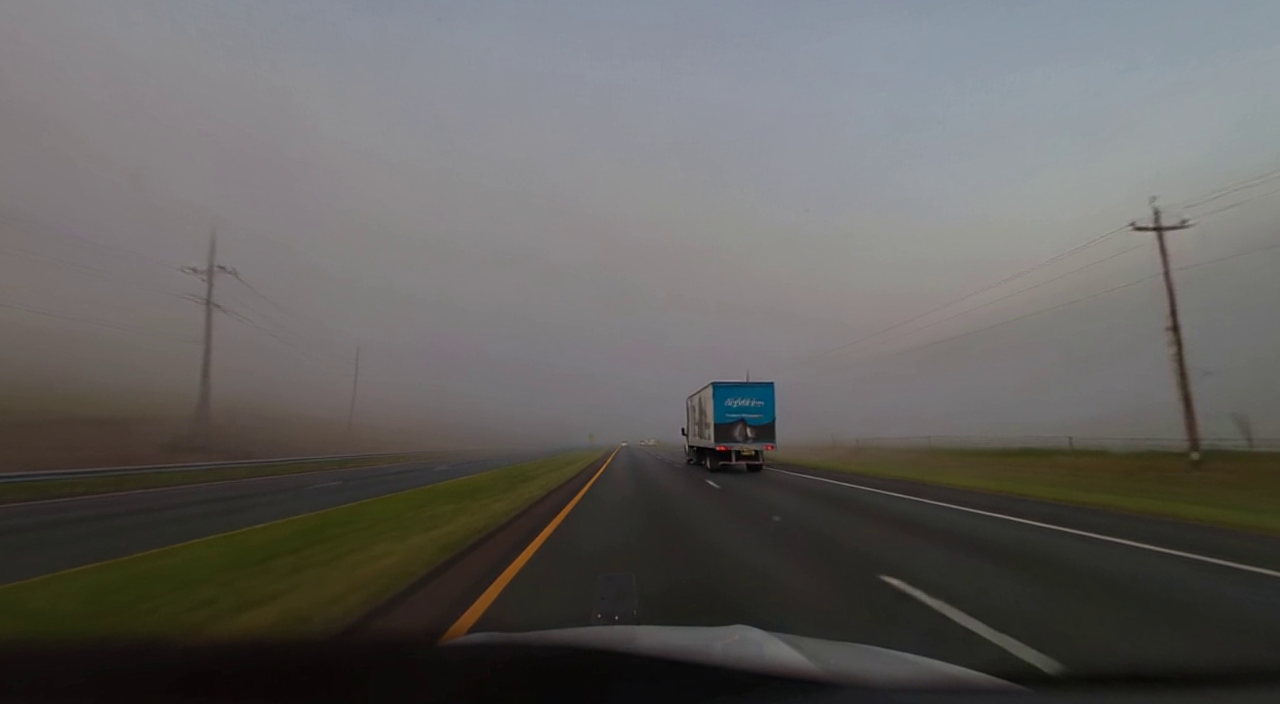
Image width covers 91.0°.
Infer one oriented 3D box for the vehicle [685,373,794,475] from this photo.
[{"bbox_3d":[3.927,3.258,27.480,3.037,3.672,9.136,0,-8,-1],"label":"vehicle"}]
